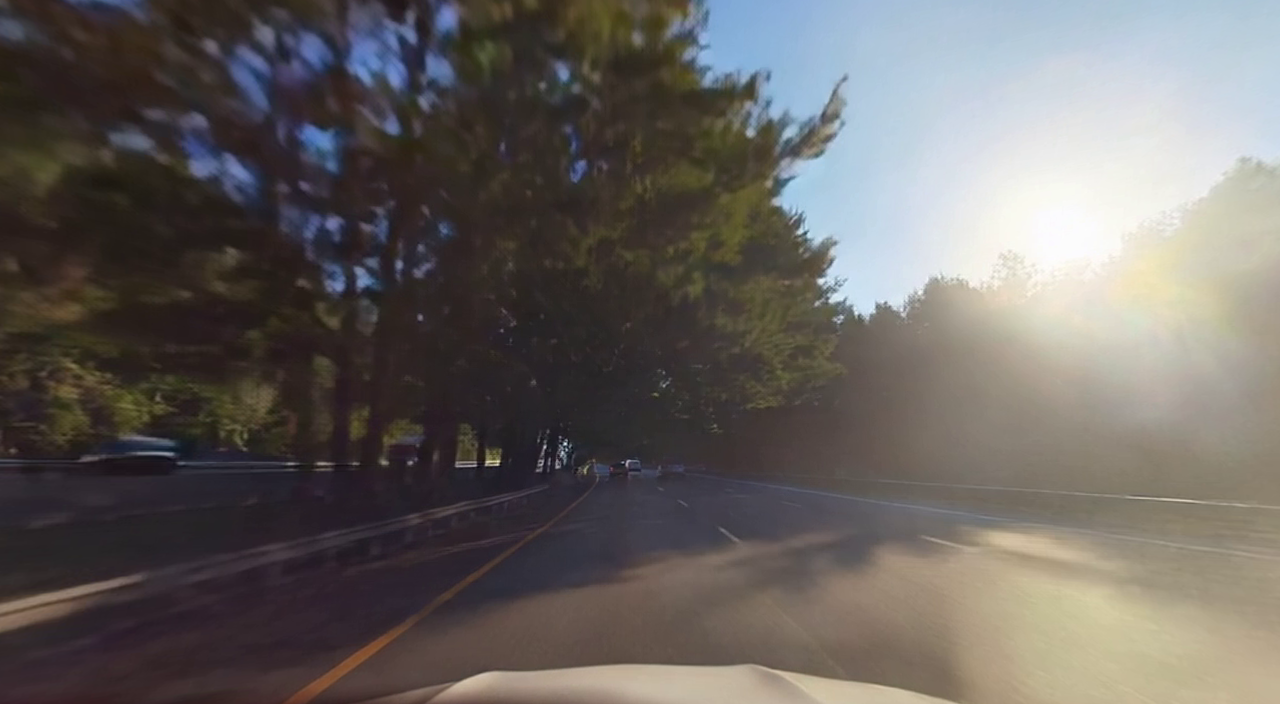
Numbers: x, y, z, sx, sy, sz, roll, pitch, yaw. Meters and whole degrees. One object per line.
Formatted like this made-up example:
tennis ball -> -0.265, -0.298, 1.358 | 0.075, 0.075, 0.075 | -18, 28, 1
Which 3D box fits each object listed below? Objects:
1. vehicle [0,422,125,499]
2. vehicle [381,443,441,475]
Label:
vehicle -> -14.026, 2.402, 13.939 | 1.986, 1.548, 3.812 | 1, -10, -1
vehicle -> -15.037, 7.113, 41.718 | 2.240, 1.991, 5.012 | 1, -10, -2
